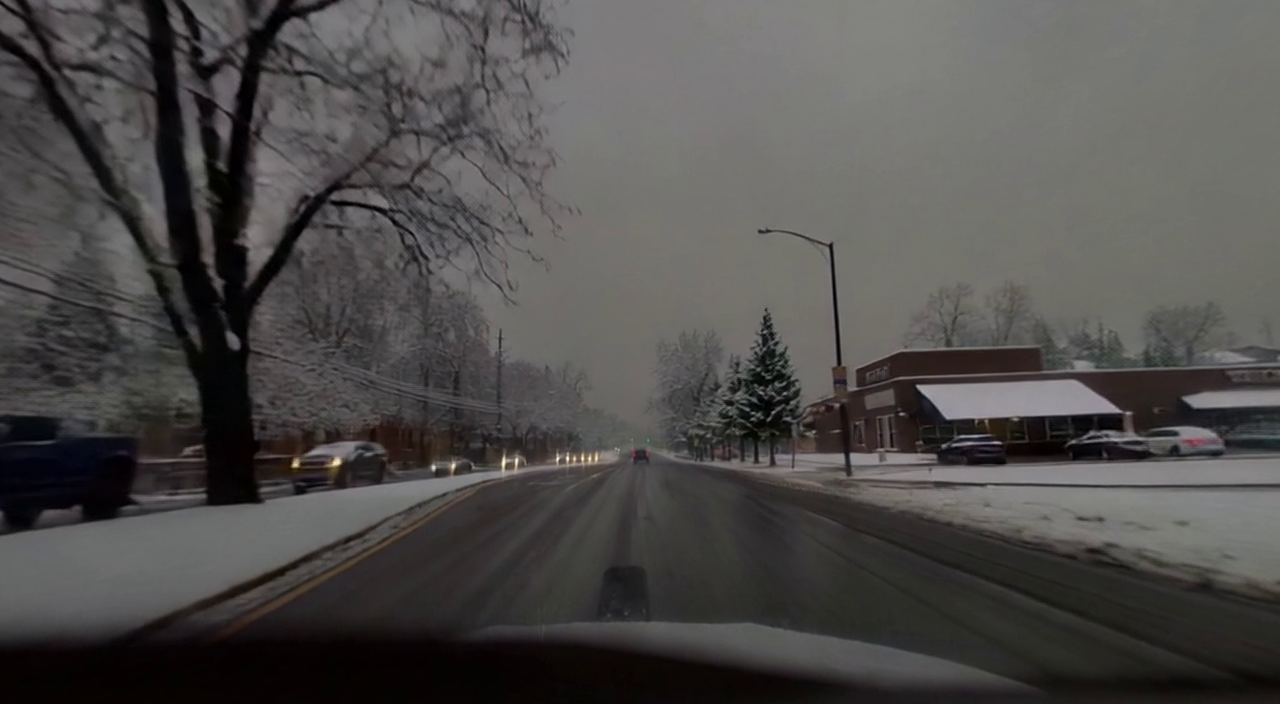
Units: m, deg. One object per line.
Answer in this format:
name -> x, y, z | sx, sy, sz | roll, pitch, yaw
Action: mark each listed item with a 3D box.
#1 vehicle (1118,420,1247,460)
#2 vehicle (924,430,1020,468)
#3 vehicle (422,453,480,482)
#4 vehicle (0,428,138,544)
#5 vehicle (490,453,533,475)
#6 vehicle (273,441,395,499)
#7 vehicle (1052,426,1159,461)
vehicle -> 27.011, 4.510, 31.654 | 2.040, 1.829, 4.826 | 0, -10, -1
vehicle -> 16.998, 5.019, 32.625 | 2.021, 1.753, 4.941 | -1, -9, -4
vehicle -> -10.861, 6.638, 36.585 | 1.873, 1.516, 4.339 | 0, -8, 2
vehicle -> -10.801, 2.068, 9.739 | 2.189, 1.747, 4.651 | 0, -8, 1
vehicle -> -9.826, 8.554, 48.518 | 2.084, 1.517, 5.096 | -1, -8, 2
vehicle -> -10.753, 4.150, 22.629 | 2.000, 1.817, 4.624 | -1, -8, 1
vehicle -> 24.304, 4.867, 33.159 | 1.996, 1.723, 4.576 | 0, -10, -1
